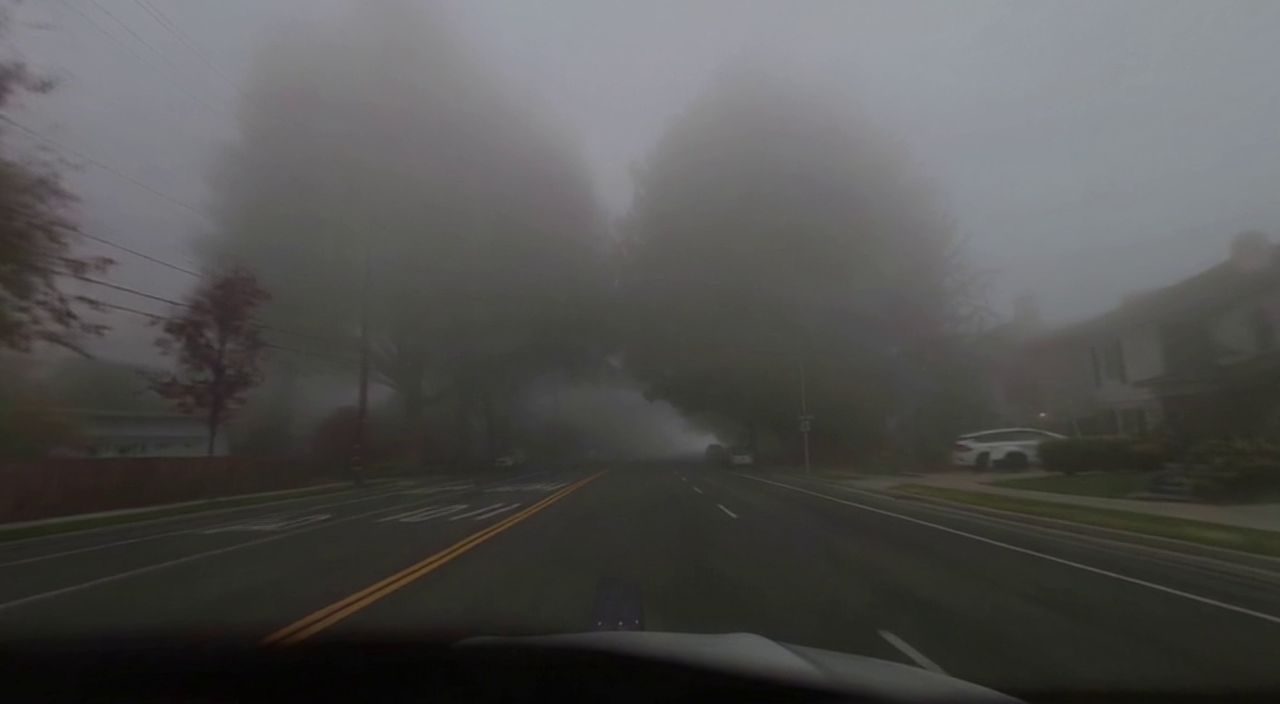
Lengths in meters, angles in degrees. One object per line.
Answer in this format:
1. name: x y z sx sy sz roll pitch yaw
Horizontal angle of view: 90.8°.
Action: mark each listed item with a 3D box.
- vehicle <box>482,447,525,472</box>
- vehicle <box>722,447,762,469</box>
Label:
1. vehicle: -10.530 8.321 49.119 2.095 1.815 4.726 -1 -8 3
2. vehicle: 6.977 7.288 43.639 1.946 1.404 4.609 0 -8 0
